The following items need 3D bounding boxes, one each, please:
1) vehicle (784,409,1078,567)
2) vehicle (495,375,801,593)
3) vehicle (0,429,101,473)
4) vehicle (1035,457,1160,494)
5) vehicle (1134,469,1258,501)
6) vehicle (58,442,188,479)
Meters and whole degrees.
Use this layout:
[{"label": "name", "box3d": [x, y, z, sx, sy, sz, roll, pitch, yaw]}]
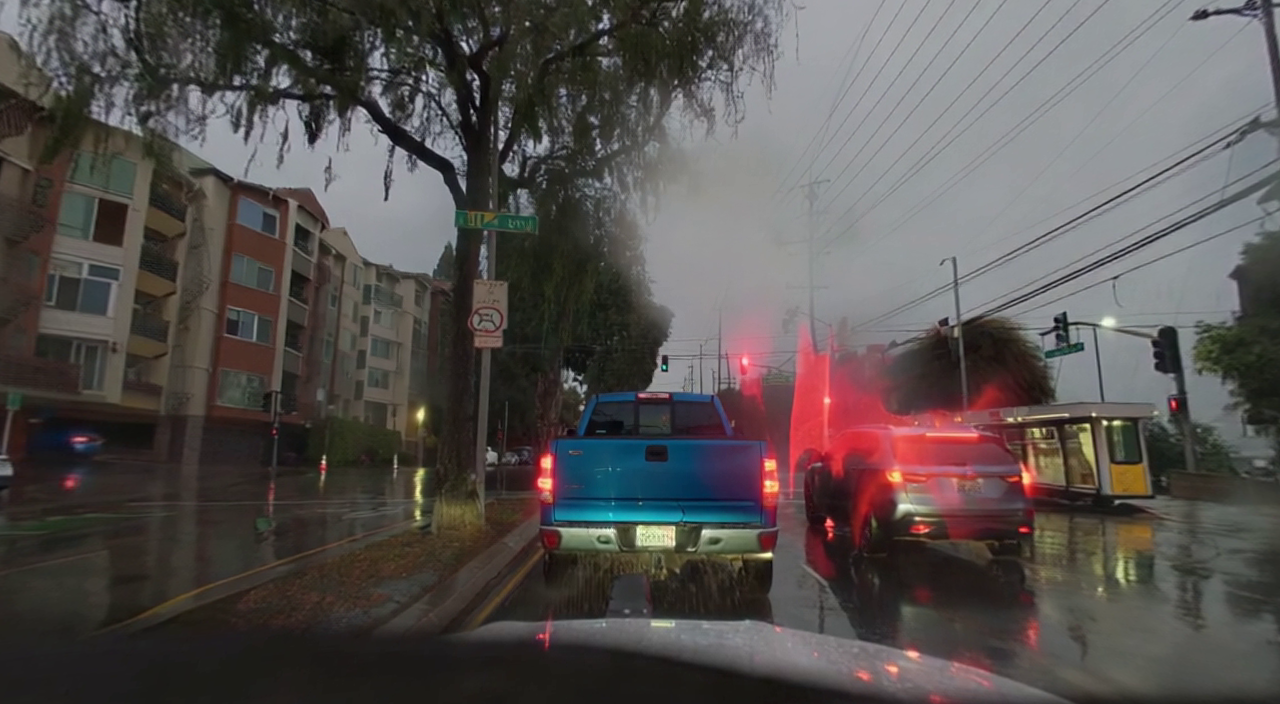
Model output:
[{"label": "vehicle", "box3d": [3.836, 1.888, 9.557, 2.131, 1.759, 4.762, 0, -8, -1]}, {"label": "vehicle", "box3d": [0.101, 1.560, 8.284, 2.738, 1.959, 5.070, 0, -8, 1]}, {"label": "vehicle", "box3d": [-26.152, 4.155, 26.486, 5.043, 1.766, 1.980, 0, -9, -1]}, {"label": "vehicle", "box3d": [21.830, 5.892, 30.180, 4.498, 1.618, 1.843, 0, -9, 0]}, {"label": "vehicle", "box3d": [26.375, 6.290, 29.986, 4.071, 1.388, 1.884, 0, -8, 1]}, {"label": "vehicle", "box3d": [-24.818, 5.198, 30.380, 4.563, 1.692, 1.778, 0, -8, -2]}]
